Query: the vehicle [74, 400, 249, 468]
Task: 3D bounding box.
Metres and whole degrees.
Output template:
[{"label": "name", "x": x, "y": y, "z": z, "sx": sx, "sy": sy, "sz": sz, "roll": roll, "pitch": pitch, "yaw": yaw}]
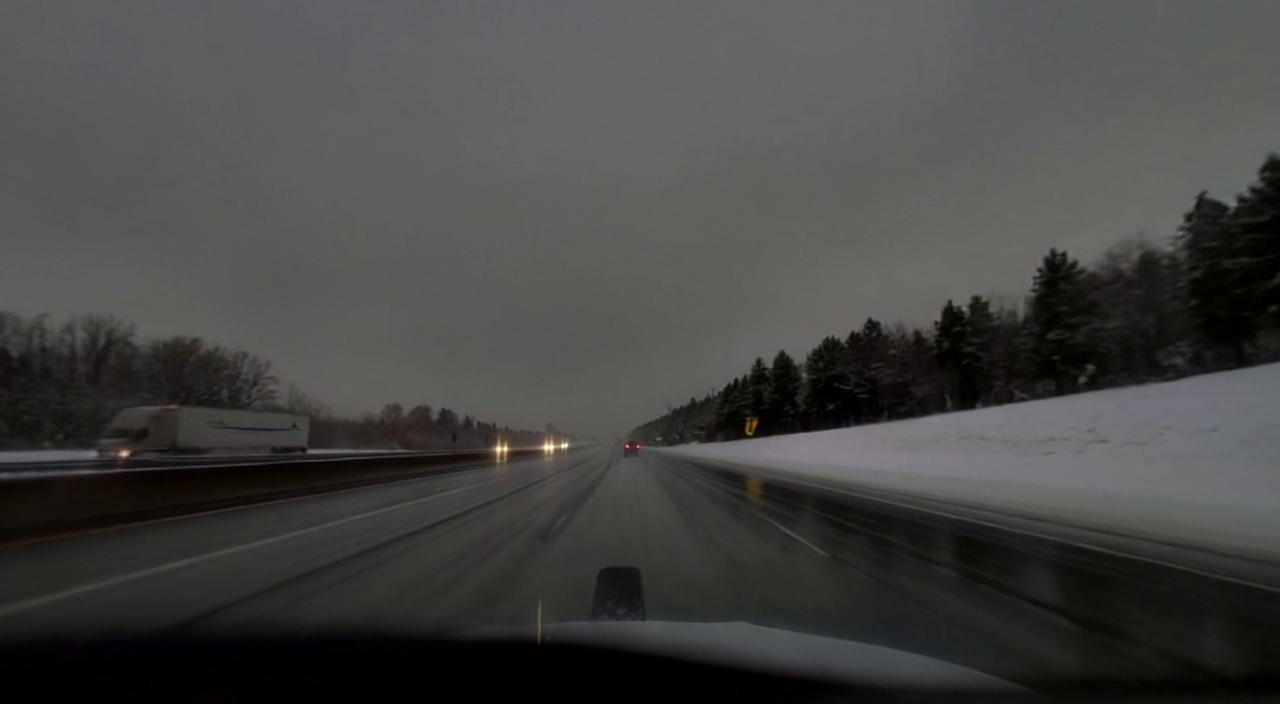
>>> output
[{"label": "vehicle", "x": -30.304, "y": 5.492, "z": 41.040, "sx": 2.928, "sy": 3.779, "sz": 11.157, "roll": 0, "pitch": -9, "yaw": -2}]
